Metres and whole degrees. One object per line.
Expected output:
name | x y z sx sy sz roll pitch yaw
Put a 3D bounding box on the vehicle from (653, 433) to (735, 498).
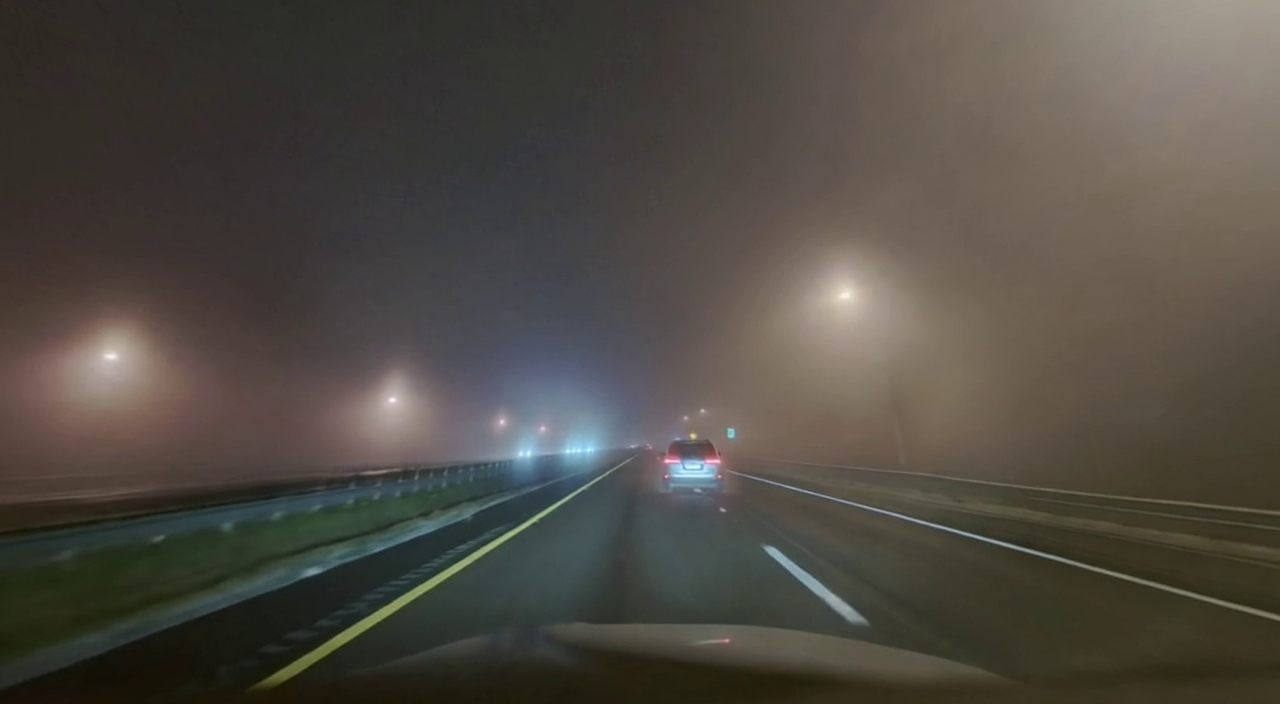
vehicle | 1.506 3.352 19.055 2.143 1.693 4.513 -1 -8 2
